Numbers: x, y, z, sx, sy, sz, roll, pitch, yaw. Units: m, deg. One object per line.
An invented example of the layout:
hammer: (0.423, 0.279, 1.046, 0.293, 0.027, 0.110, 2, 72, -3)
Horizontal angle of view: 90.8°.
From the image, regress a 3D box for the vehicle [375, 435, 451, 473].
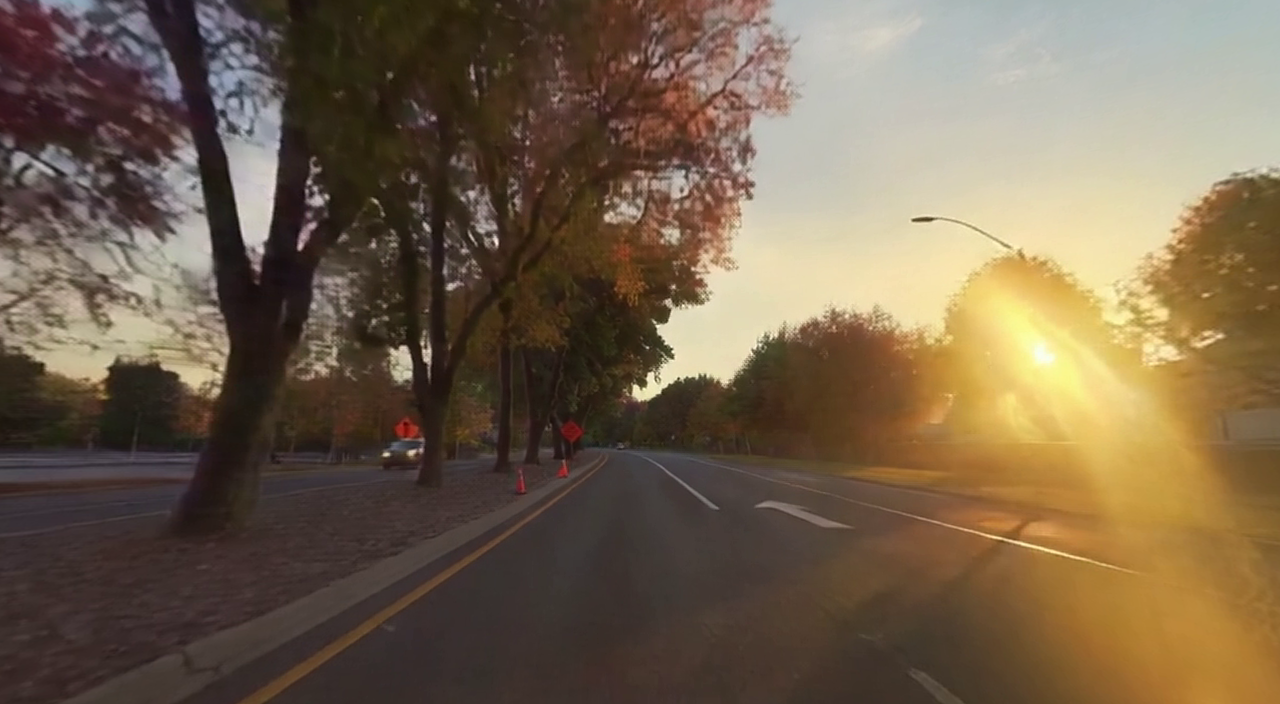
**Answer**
vehicle: (-11.361, 5.162, 32.071, 2.236, 1.758, 4.564, 0, -8, -1)
